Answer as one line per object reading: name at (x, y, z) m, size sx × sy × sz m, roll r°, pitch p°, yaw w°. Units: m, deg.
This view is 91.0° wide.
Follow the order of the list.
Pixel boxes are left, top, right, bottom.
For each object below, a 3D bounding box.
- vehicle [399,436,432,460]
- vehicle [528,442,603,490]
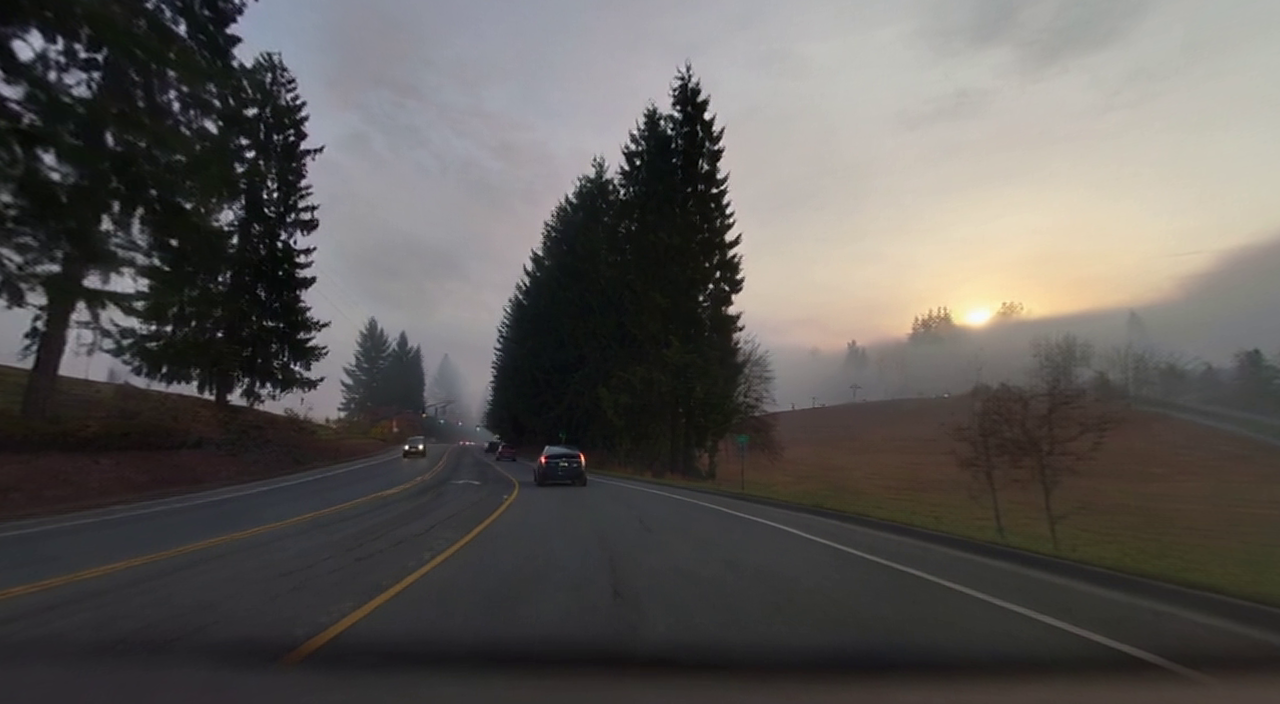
vehicle at (-16.490, 7.066, 46.364) m, size 1.894 × 1.621 × 3.900 m, roll 2°, pitch -9°, yaw -14°
vehicle at (-2.735, 3.979, 22.350) m, size 2.296 × 1.510 × 4.068 m, roll 2°, pitch -9°, yaw -11°
